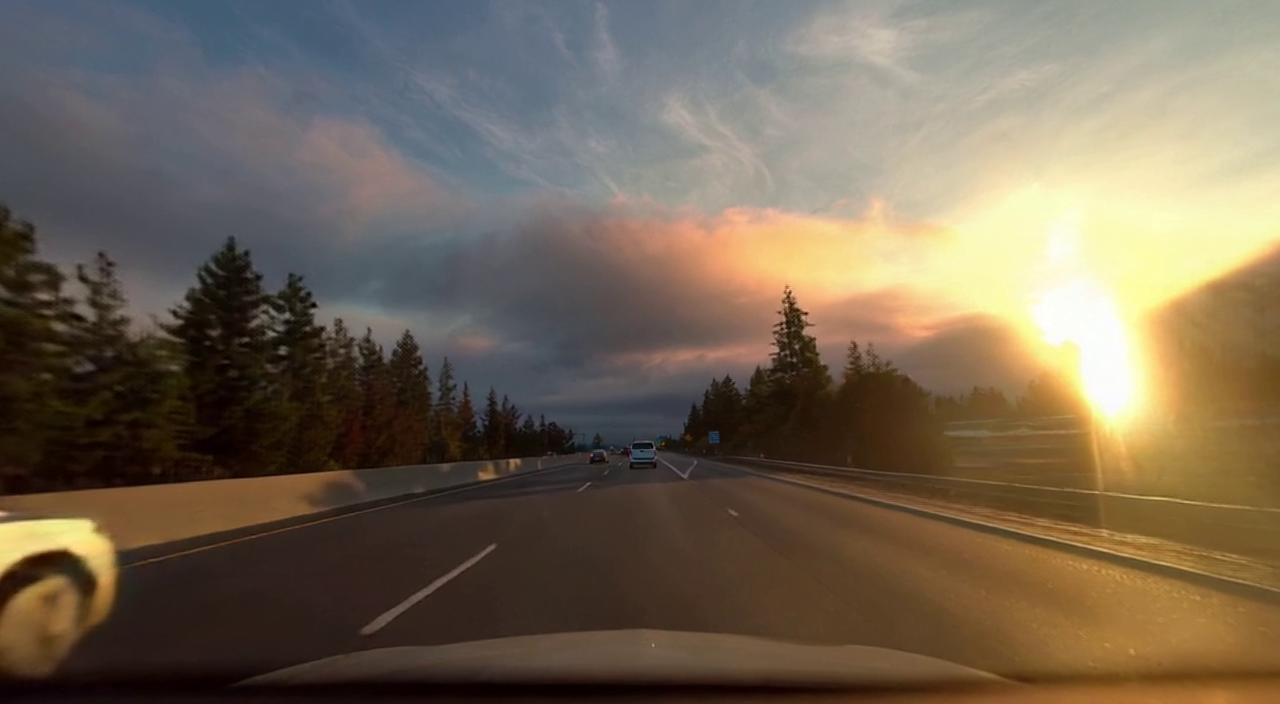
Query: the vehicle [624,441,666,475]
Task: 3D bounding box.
[{"bbox_3d":[0.244,5.692,33.973,2.172,1.687,3.929,0,-9,0],"label":"vehicle"}]
